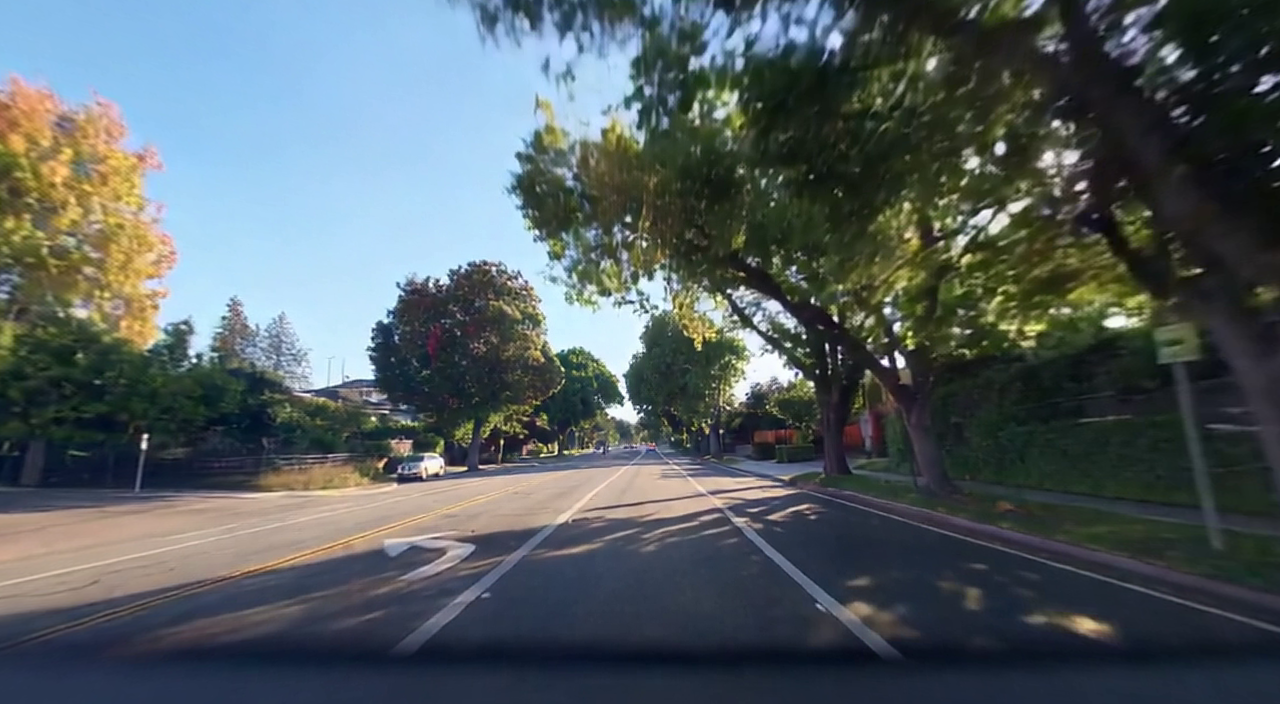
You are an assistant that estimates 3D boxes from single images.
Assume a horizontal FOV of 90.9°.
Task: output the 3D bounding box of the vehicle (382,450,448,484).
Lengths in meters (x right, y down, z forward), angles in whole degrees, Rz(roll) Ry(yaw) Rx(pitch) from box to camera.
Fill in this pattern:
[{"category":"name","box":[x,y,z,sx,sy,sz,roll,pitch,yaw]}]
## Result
[{"category":"vehicle","box":[-12.316,6.288,34.830,1.921,1.611,4.713,-4,-9,1]}]
